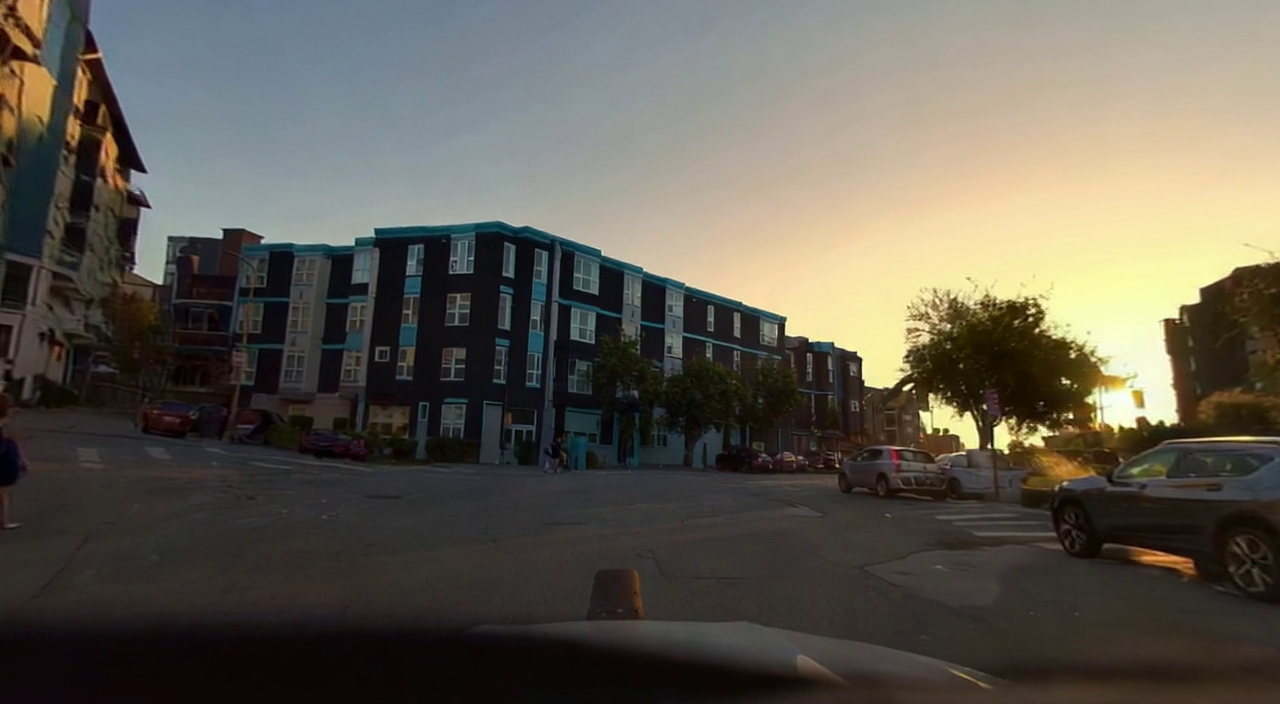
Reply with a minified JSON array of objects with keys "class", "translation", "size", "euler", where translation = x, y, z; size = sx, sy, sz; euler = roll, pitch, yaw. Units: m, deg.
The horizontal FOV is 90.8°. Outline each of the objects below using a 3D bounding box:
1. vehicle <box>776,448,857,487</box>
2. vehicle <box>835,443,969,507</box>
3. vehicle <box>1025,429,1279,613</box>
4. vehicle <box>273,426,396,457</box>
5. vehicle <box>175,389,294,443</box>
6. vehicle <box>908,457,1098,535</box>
[{"class":"vehicle","translation":[7.715,5.080,28.118],"size":[2.122,1.554,4.777],"euler":[0,-8,-1]},{"class":"vehicle","translation":[7.833,3.685,19.498],"size":[1.917,1.704,4.840],"euler":[0,-8,-2]},{"class":"vehicle","translation":[7.459,1.915,7.905],"size":[2.181,1.792,5.066],"euler":[0,-8,2]},{"class":"vehicle","translation":[-13.727,4.073,28.654],"size":[4.603,1.335,1.889],"euler":[1,-9,-8]},{"class":"vehicle","translation":[-18.839,2.978,29.384],"size":[4.598,1.645,2.019],"euler":[8,-5,19]},{"class":"vehicle","translation":[7.748,3.073,14.064],"size":[1.900,1.368,4.176],"euler":[0,-8,3]}]
